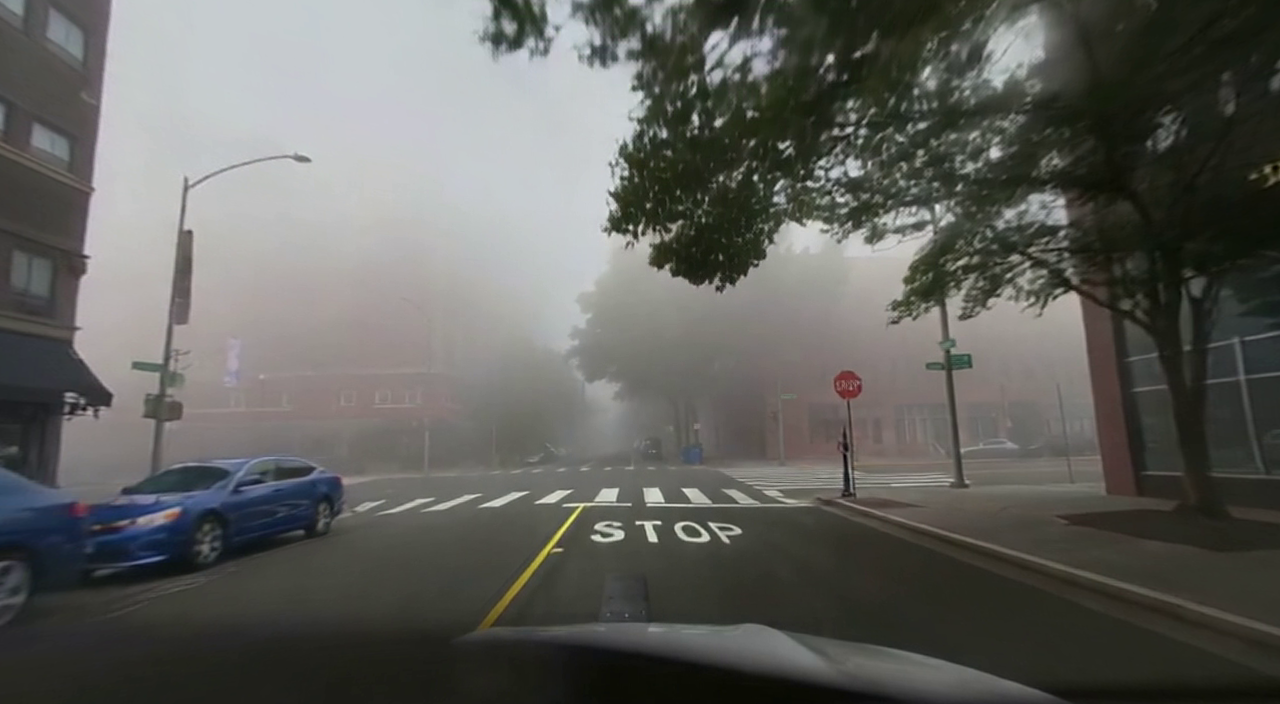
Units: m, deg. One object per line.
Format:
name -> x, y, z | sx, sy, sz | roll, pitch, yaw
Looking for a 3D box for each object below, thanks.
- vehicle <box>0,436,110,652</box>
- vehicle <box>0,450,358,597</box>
vehicle -> -5.806, 1.267, 3.432 | 1.901, 1.631, 4.570 | 0, -8, -1
vehicle -> -5.910, 2.126, 8.803 | 1.874, 1.460, 4.495 | 0, -8, 0
